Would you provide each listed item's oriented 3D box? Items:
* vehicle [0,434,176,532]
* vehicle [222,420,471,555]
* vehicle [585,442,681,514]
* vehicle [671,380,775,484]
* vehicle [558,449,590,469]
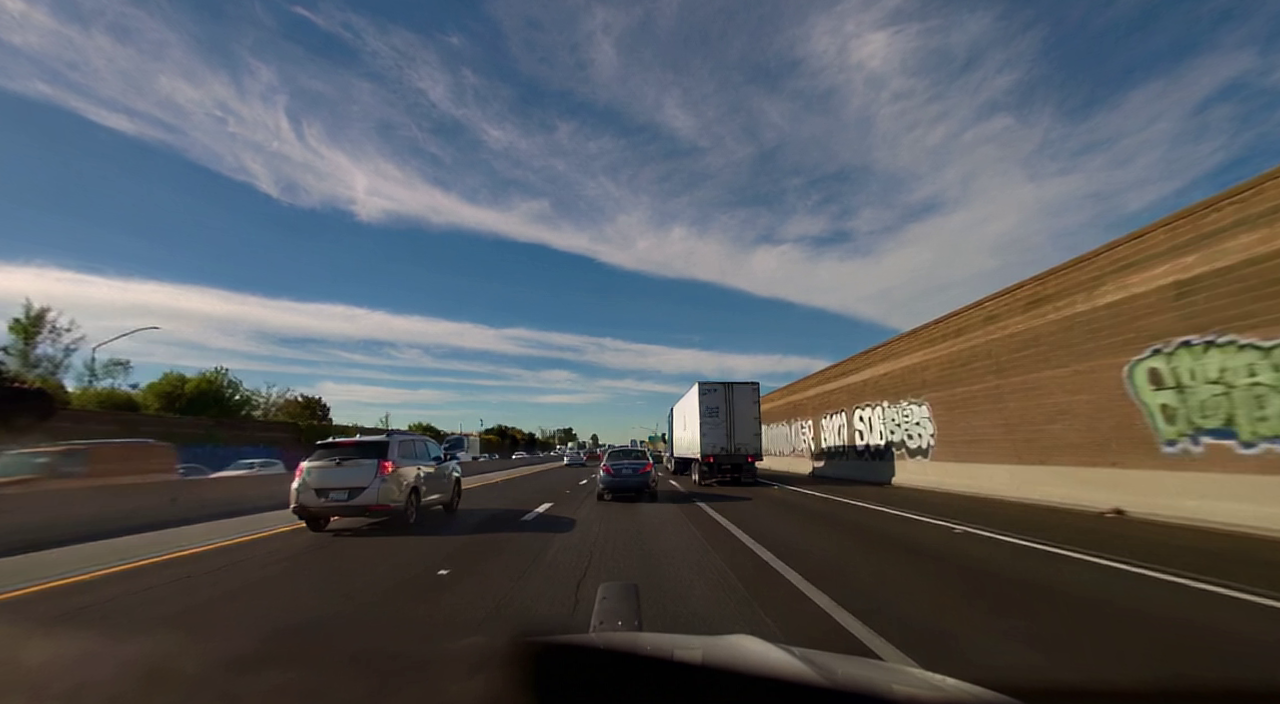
[{"bbox_3d":[-12.723,2.671,13.285,2.022,1.773,4.935,-1,-9,0],"label":"vehicle"},{"bbox_3d":[-4.526,2.155,10.739,1.988,1.750,4.711,0,-9,0],"label":"vehicle"},{"bbox_3d":[-0.212,2.976,15.372,2.033,1.468,4.015,0,-9,-2],"label":"vehicle"},{"bbox_3d":[3.566,4.175,31.730,2.902,4.014,14.446,0,-9,-2],"label":"vehicle"},{"bbox_3d":[-5.034,8.258,48.774,2.067,1.481,4.085,0,-9,0],"label":"vehicle"}]
